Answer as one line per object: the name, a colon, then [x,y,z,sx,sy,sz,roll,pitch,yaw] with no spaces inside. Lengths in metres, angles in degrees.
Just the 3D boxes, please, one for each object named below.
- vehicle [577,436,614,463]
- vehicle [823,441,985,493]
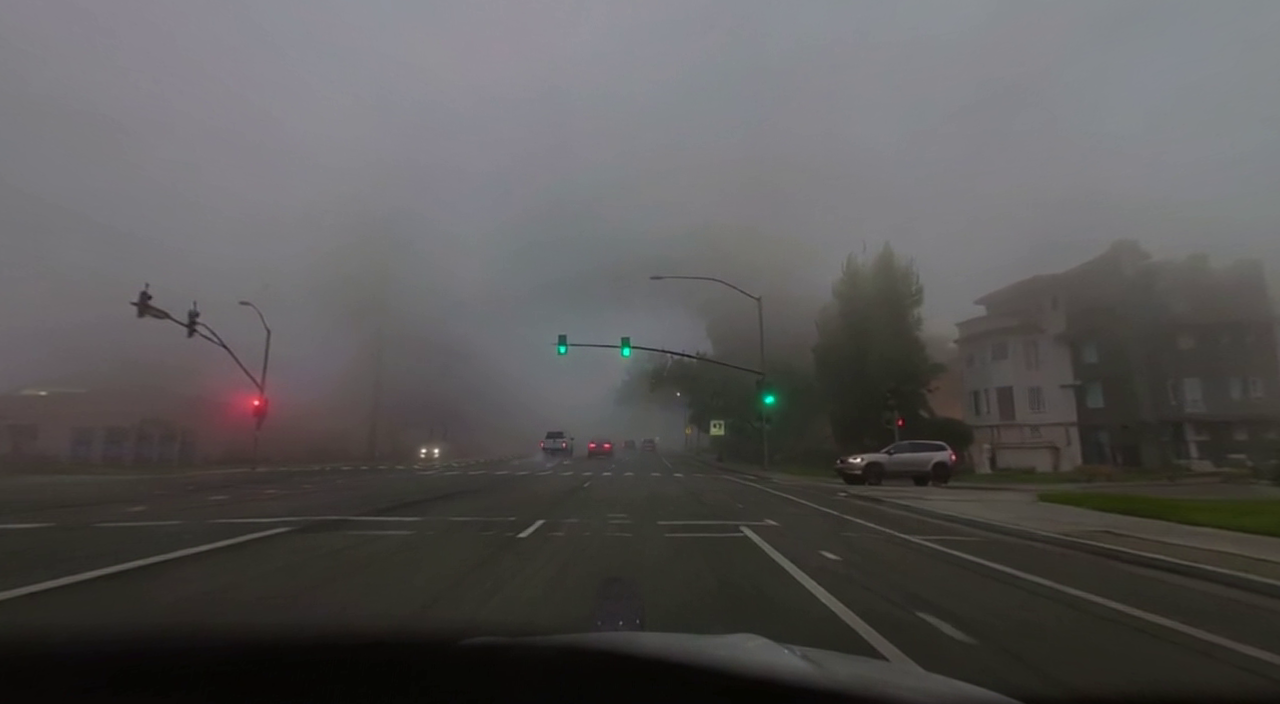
vehicle: [-3.106,6.930,44.961,2.116,1.806,4.516,0,-9,2]
vehicle: [8.405,3.700,20.508,4.509,1.520,1.952,-1,-9,11]
